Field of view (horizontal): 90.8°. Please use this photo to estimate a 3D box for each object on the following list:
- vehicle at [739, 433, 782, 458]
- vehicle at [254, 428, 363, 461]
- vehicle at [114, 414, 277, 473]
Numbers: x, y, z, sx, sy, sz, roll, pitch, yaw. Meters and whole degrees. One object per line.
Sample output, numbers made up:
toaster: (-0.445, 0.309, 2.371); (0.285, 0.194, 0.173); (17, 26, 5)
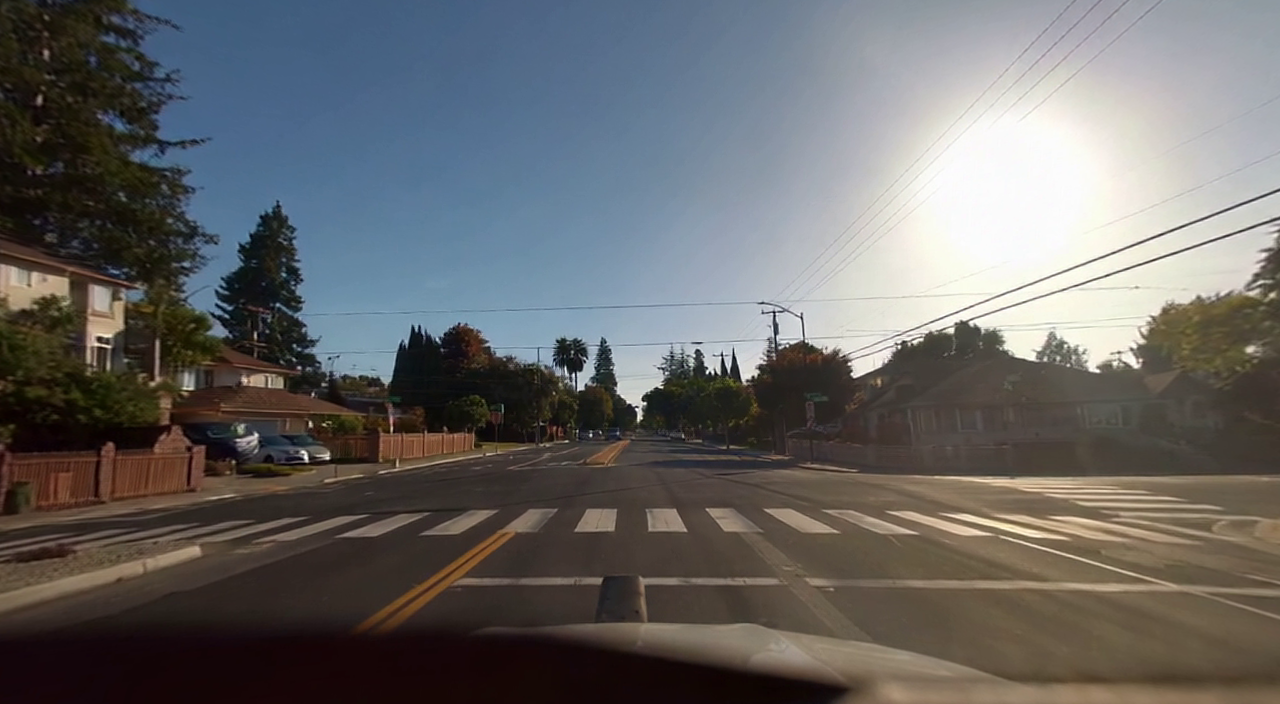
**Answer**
vehicle: (7.970, 6.285, 42.211); (2.029, 1.554, 4.705); (0, -9, 1)
vehicle: (-17.972, 5.055, 34.427); (4.743, 1.734, 1.994); (0, -9, 0)
vehicle: (-17.939, 3.712, 25.733); (4.800, 2.259, 2.303); (0, -9, -1)
